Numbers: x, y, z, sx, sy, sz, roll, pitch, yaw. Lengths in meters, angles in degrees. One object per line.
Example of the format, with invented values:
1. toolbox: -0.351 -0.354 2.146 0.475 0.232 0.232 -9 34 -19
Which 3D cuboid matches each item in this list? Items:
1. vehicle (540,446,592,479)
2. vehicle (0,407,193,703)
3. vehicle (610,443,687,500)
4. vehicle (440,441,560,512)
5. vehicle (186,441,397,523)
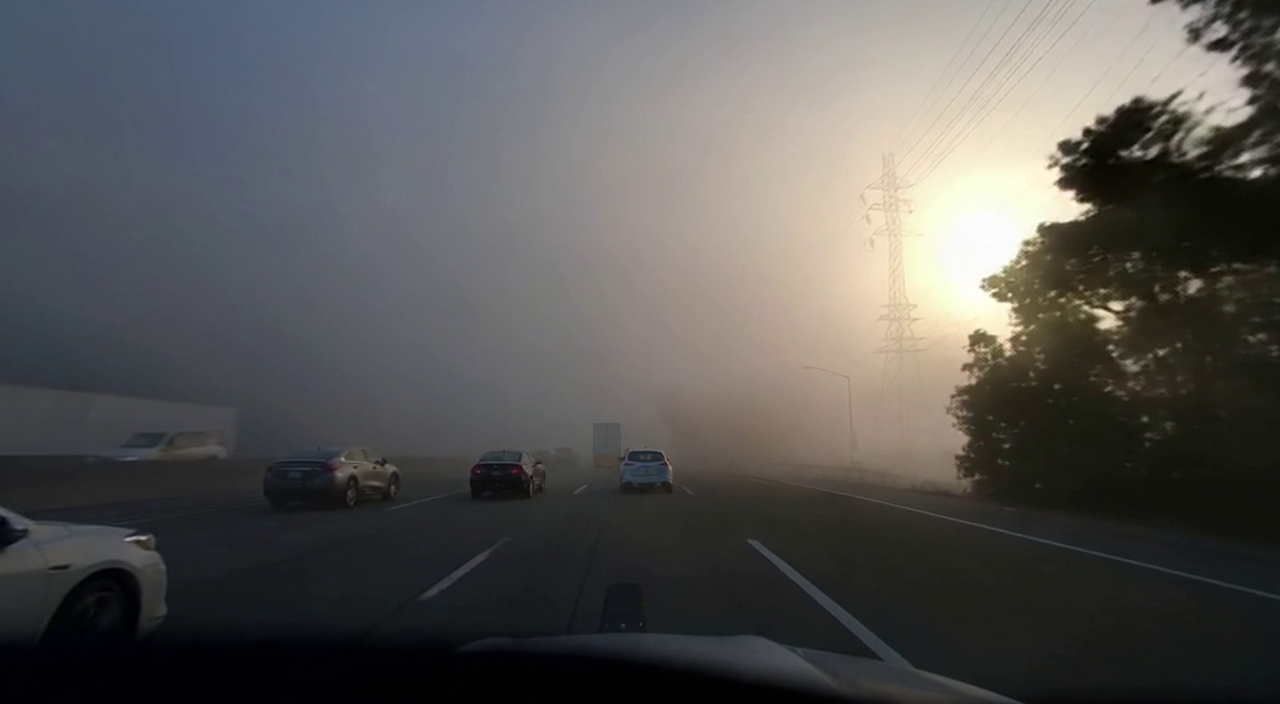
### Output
1. vehicle: -3.481 5.283 30.366 2.013 1.437 3.801 0 -9 0
2. vehicle: -3.698 0.828 1.600 1.883 1.500 4.373 0 -9 0
3. vehicle: 0.175 3.466 18.722 2.018 1.470 4.491 0 -9 -1
4. vehicle: -3.224 2.953 15.417 1.912 1.464 4.115 0 -9 1
5. vehicle: -7.119 2.684 13.581 1.867 1.445 4.499 0 -9 2
